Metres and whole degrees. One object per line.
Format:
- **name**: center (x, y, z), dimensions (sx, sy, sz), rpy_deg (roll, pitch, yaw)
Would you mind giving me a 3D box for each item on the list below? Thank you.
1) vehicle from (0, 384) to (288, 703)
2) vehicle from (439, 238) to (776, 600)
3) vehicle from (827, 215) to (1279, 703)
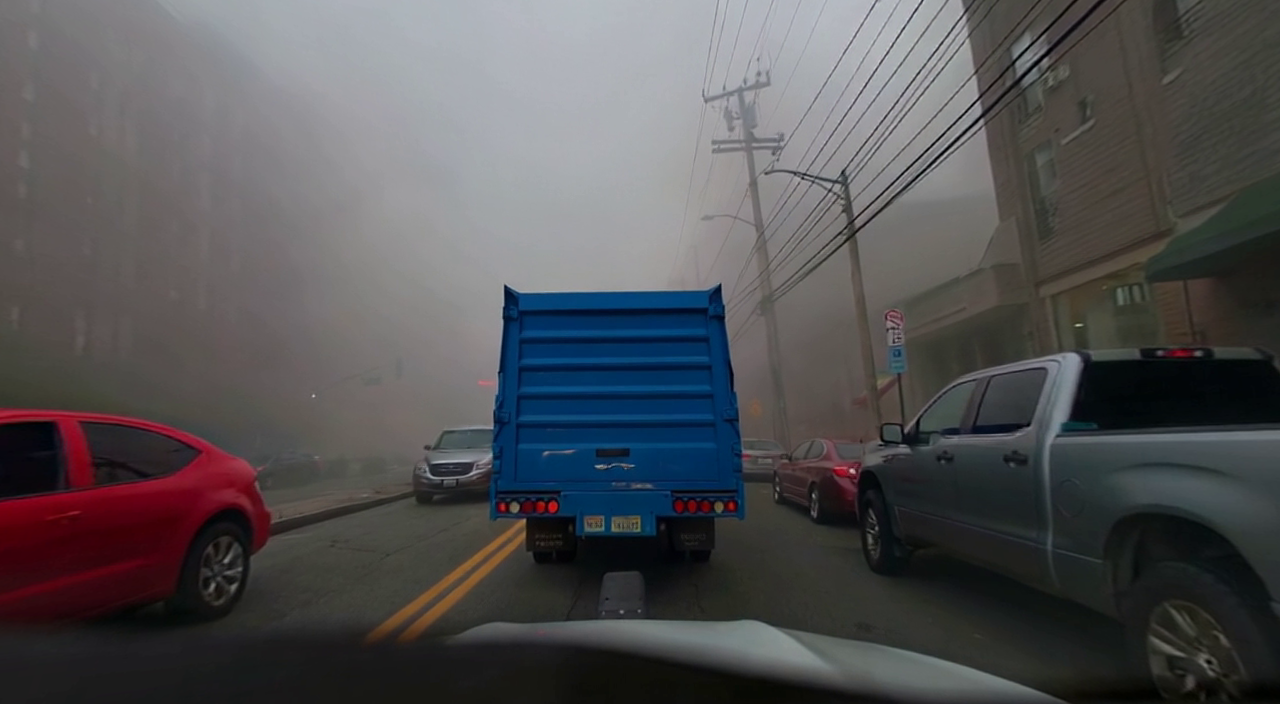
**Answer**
- **vehicle**: center (-4.117, 1.019, 3.248), dimensions (1.988, 1.657, 4.492), rpy_deg (0, -8, 0)
- **vehicle**: center (-0.248, 1.140, 9.703), dimensions (2.878, 3.204, 8.244), rpy_deg (0, -8, 0)
- **vehicle**: center (3.235, 0.886, 4.285), dimensions (2.242, 1.979, 5.722), rpy_deg (0, -8, 1)
